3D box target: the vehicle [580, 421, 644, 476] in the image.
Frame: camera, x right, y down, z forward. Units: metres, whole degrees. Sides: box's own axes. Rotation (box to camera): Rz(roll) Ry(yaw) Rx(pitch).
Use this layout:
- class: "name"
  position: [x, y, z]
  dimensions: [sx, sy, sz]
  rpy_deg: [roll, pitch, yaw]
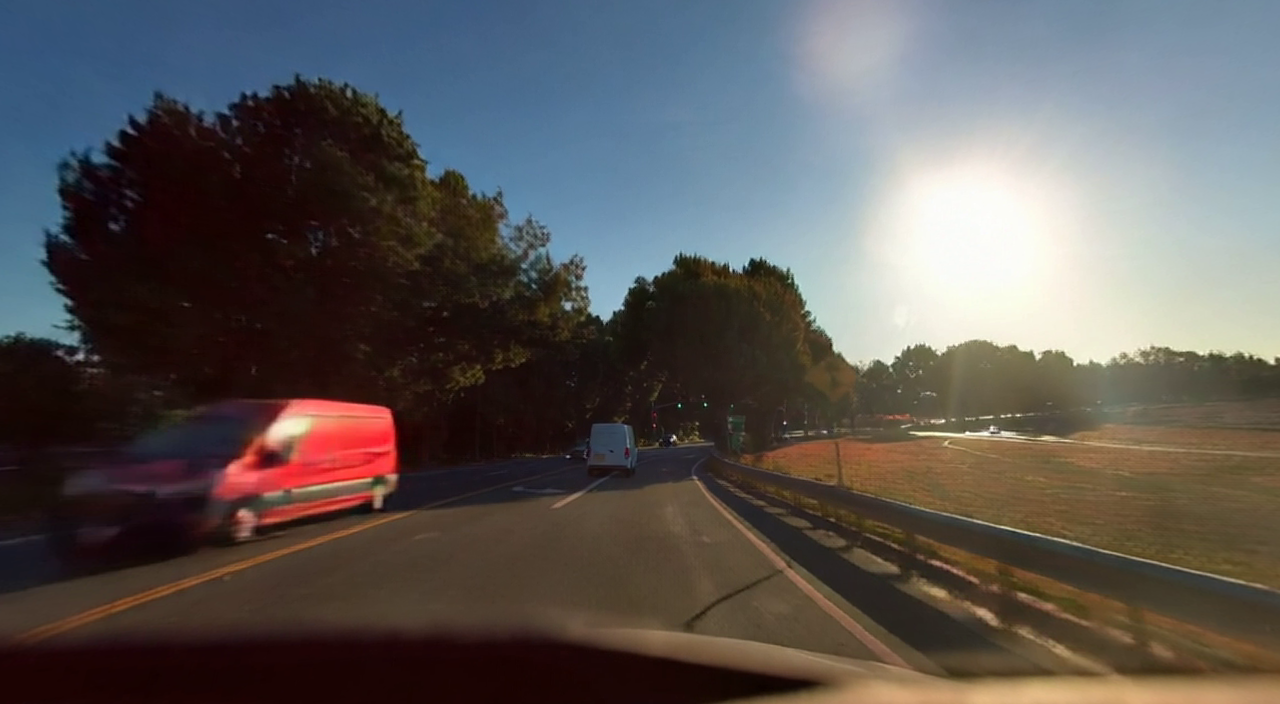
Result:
- class: "vehicle"
  position: [-1.088, 4.258, 27.864]
  dimensions: [2.362, 2.185, 5.212]
  rpy_deg: [0, -8, 3]

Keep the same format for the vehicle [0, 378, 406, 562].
- class: "vehicle"
  position: [-5.964, 1.700, 9.782]
  dimensions: [2.295, 1.981, 5.836]
  rpy_deg: [0, -8, 1]
